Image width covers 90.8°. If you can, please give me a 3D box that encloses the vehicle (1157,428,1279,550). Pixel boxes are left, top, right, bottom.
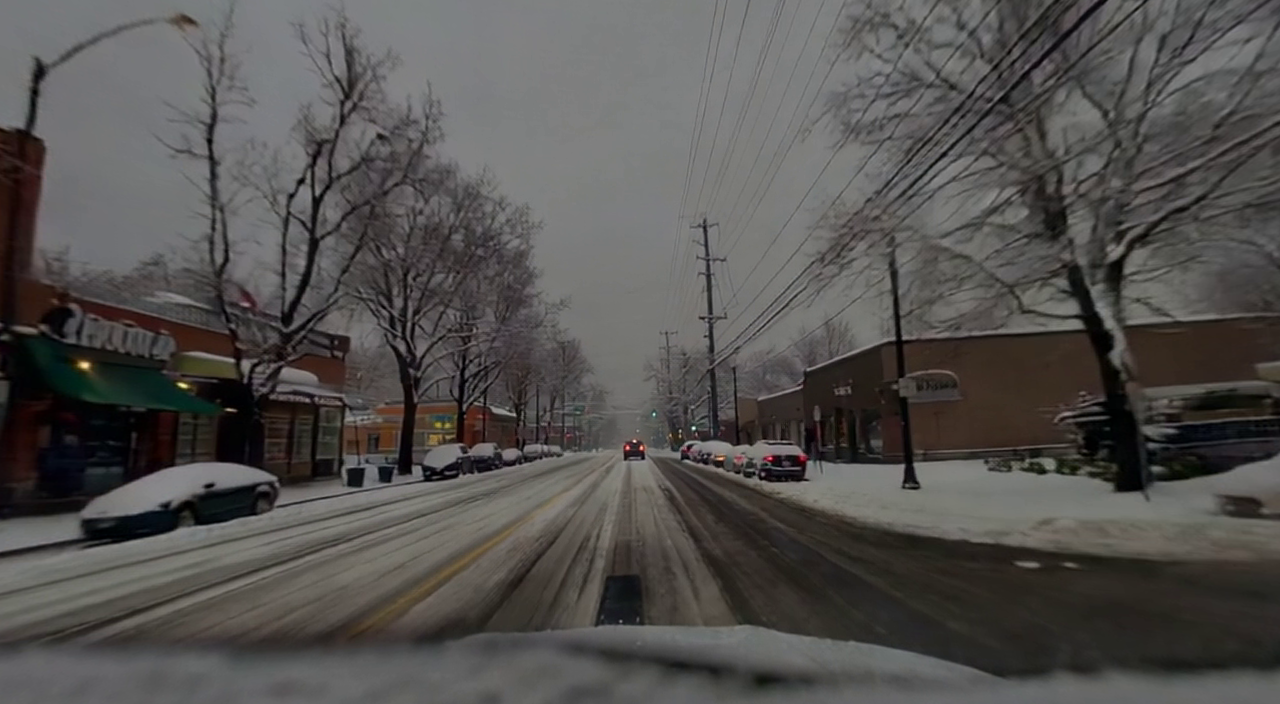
[{"bbox_3d":[10.861,1.953,9.319,4.563,1.633,2.144,0,-9,-1],"label":"vehicle"}]

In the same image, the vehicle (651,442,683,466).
[{"bbox_3d":[1.820,7.167,44.556,1.998,1.580,4.015,0,-9,-1],"label":"vehicle"}]

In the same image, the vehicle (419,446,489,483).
[{"bbox_3d":[-10.050,6.109,34.661,2.081,1.819,5.607,0,-9,0],"label":"vehicle"}]

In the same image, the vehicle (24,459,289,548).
[{"bbox_3d":[-9.829,3.066,13.588,1.802,1.397,5.226,0,-8,-3],"label":"vehicle"}]

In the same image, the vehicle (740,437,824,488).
[{"bbox_3d":[5.488,4.323,25.115,2.042,1.787,5.110,0,-9,-1],"label":"vehicle"}]
